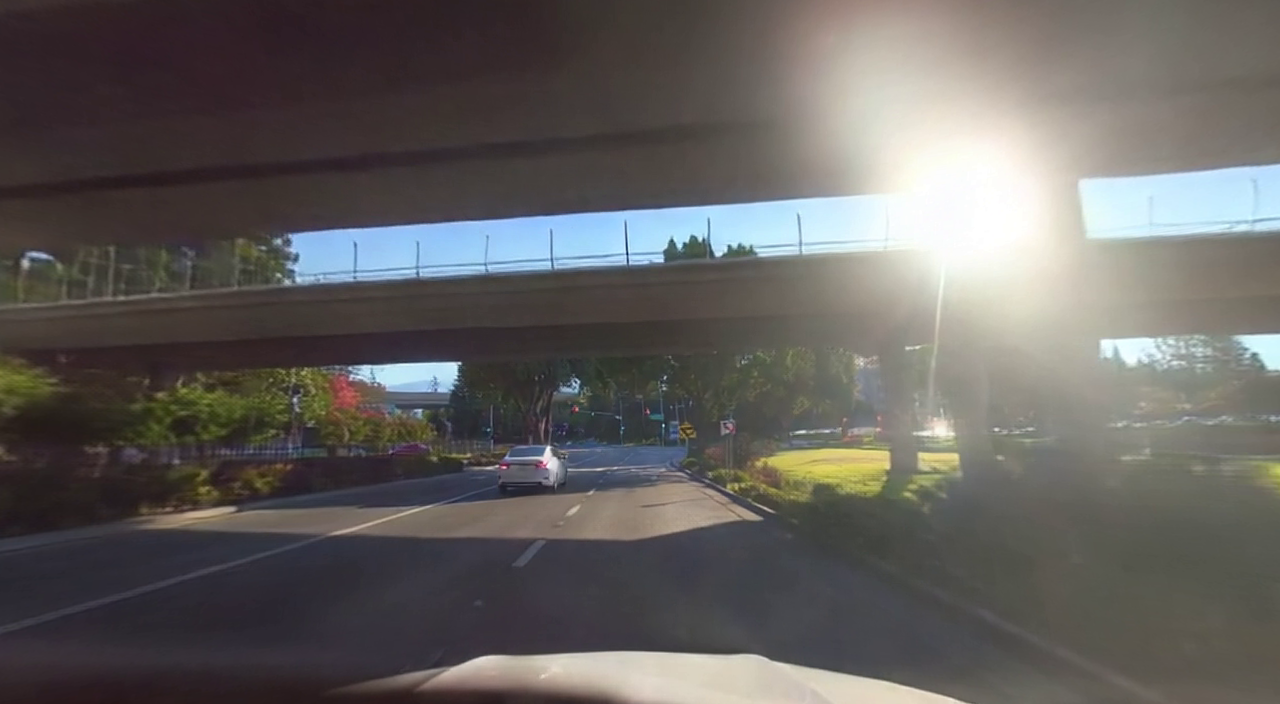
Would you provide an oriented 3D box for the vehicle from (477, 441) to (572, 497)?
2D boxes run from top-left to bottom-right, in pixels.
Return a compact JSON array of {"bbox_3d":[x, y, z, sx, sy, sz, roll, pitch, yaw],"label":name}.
[{"bbox_3d":[-3.307,3.467,19.029,1.963,1.460,4.614,0,-9,1],"label":"vehicle"}]
